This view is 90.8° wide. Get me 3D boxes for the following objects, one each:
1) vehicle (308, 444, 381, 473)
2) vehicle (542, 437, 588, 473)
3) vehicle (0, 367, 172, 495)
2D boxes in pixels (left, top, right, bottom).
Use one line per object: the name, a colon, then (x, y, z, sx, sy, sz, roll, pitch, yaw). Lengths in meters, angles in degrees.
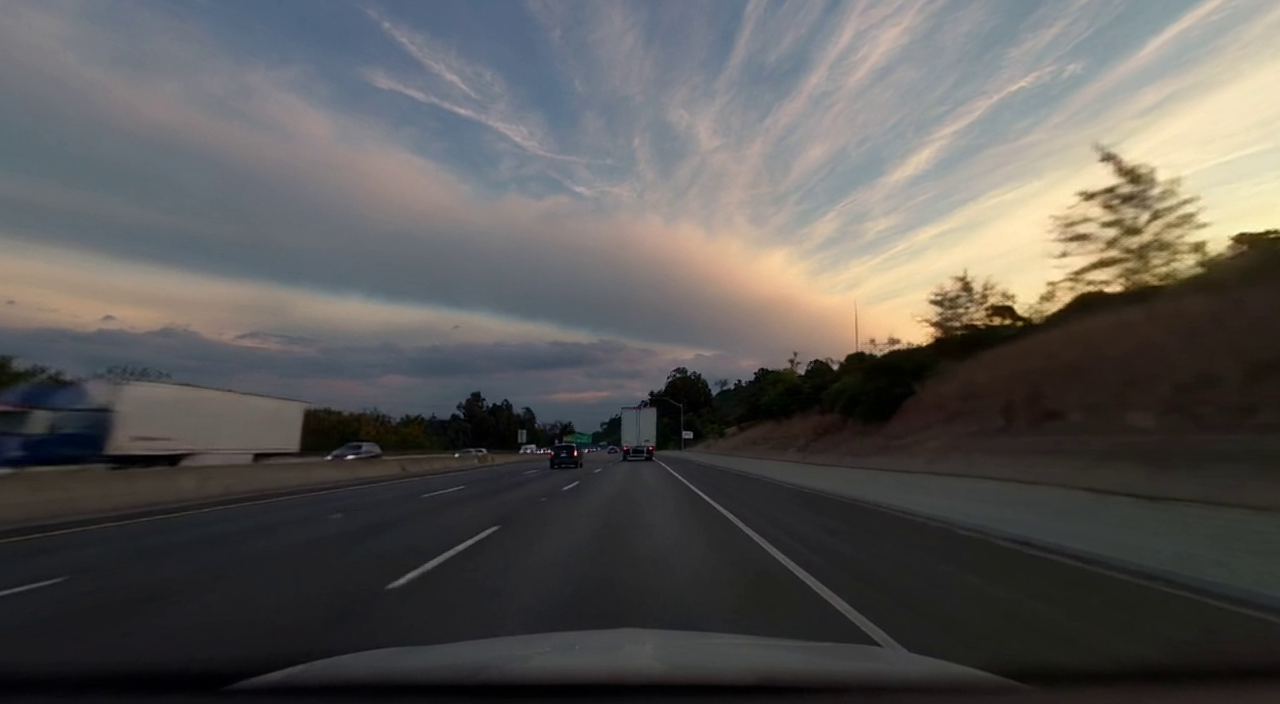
vehicle: (-17.332, 6.251, 37.323, 2.001, 1.570, 4.727, 0, -9, 0)
vehicle: (-4.296, 5.969, 36.746, 2.139, 1.925, 4.312, 0, -9, 0)
vehicle: (-20.738, 2.897, 22.743, 3.033, 3.995, 5.883, 0, -9, -1)
